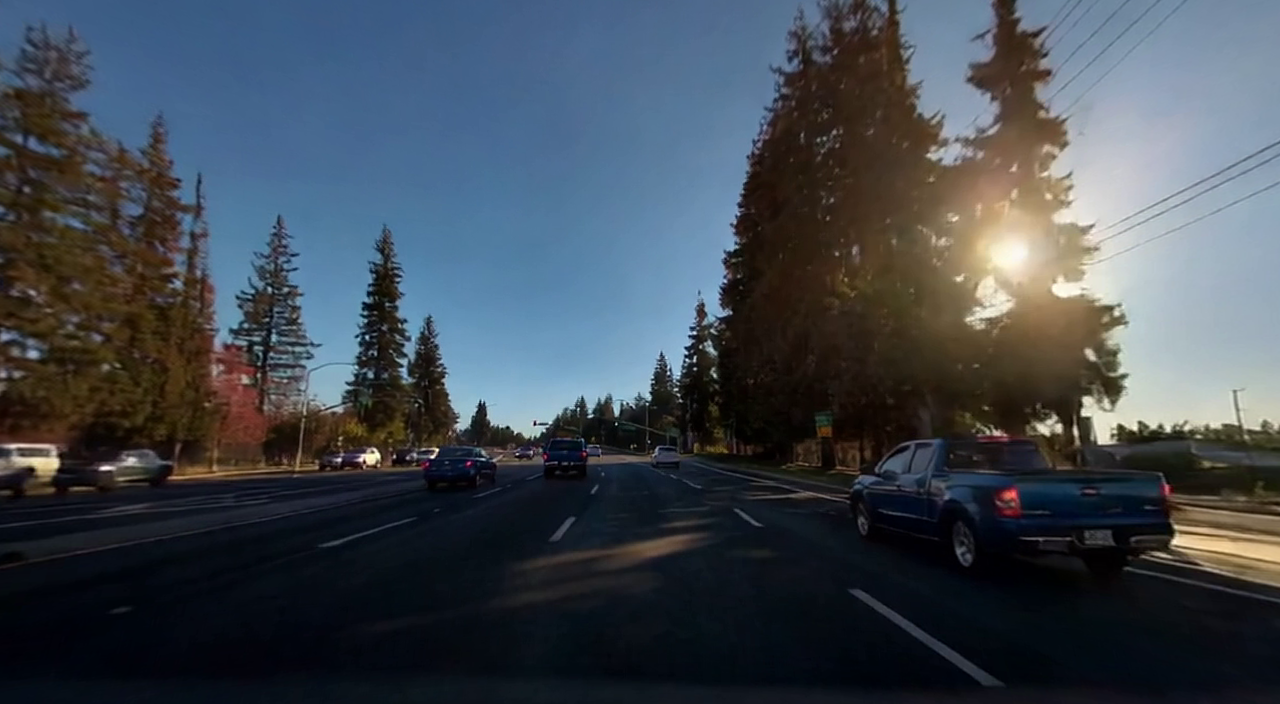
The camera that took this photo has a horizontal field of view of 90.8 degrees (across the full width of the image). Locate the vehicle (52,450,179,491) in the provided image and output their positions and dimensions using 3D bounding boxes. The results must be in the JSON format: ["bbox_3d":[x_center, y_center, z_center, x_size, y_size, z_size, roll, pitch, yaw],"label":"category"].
[{"bbox_3d":[-24.165,5.425,29.408,1.915,1.689,4.640,0,-8,0],"label":"vehicle"}]

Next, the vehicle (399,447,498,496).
[{"bbox_3d":[-6.430,4.042,21.854,2.035,1.497,4.723,0,-8,-1],"label":"vehicle"}]

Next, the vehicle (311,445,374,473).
[{"bbox_3d":[-21.283,7.650,45.457,2.071,1.925,5.206,0,-8,-1],"label":"vehicle"}]

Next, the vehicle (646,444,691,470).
[{"bbox_3d":[1.614,6.268,37.901,2.071,1.435,4.226,1,-9,-6],"label":"vehicle"}]

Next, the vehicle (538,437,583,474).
[{"bbox_3d":[-4.701,6.176,37.912,2.467,1.991,6.089,1,-9,-6],"label":"vehicle"}]

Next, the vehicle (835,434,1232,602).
[{"bbox_3d":[4.150,1.788,7.843,1.840,1.428,4.602,0,-8,-2],"label":"vehicle"}]

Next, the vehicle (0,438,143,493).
[{"bbox_3d":[-28.535,5.366,29.895,2.960,2.287,8.741,-1,-10,0],"label":"vehicle"}]
